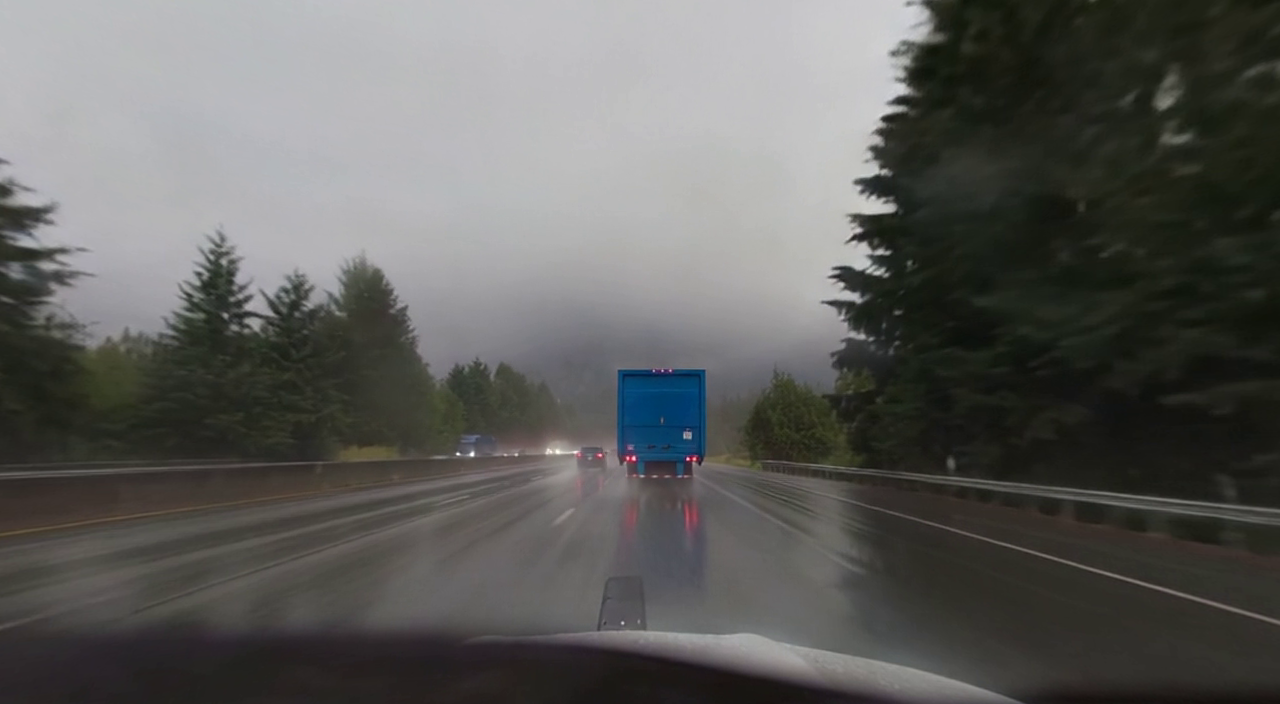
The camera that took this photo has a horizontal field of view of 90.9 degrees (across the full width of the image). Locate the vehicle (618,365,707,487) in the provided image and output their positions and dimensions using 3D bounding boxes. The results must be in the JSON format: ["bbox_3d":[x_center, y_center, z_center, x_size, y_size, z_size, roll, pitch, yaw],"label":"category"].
[{"bbox_3d":[0.676,3.183,25.679,2.898,3.973,10.063,0,-9,0],"label":"vehicle"}]

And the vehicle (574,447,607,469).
[{"bbox_3d":[-3.431,7.412,44.126,1.985,1.482,3.923,0,-9,0],"label":"vehicle"}]
